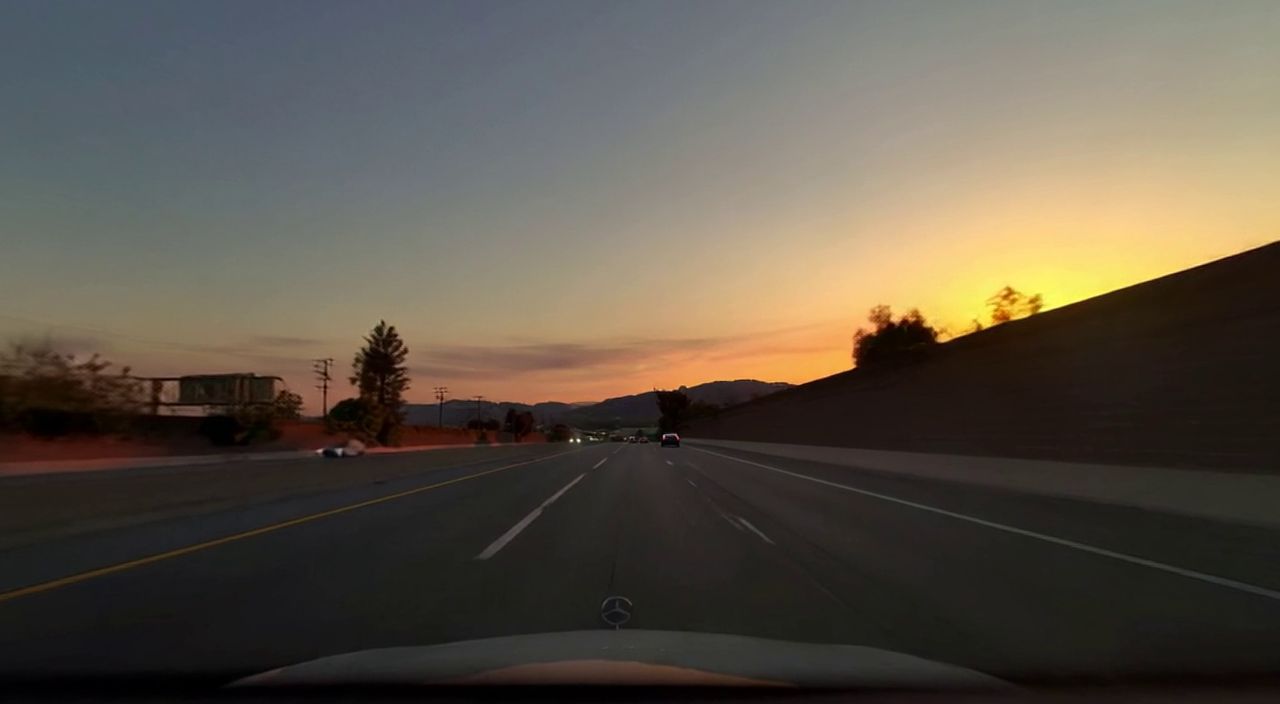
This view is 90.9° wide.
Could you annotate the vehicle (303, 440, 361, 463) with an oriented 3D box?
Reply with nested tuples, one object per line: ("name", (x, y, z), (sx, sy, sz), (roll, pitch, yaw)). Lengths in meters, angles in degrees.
("vehicle", (-23.289, 7.520, 47.883), (2.234, 1.621, 4.333), (0, -8, -1))
